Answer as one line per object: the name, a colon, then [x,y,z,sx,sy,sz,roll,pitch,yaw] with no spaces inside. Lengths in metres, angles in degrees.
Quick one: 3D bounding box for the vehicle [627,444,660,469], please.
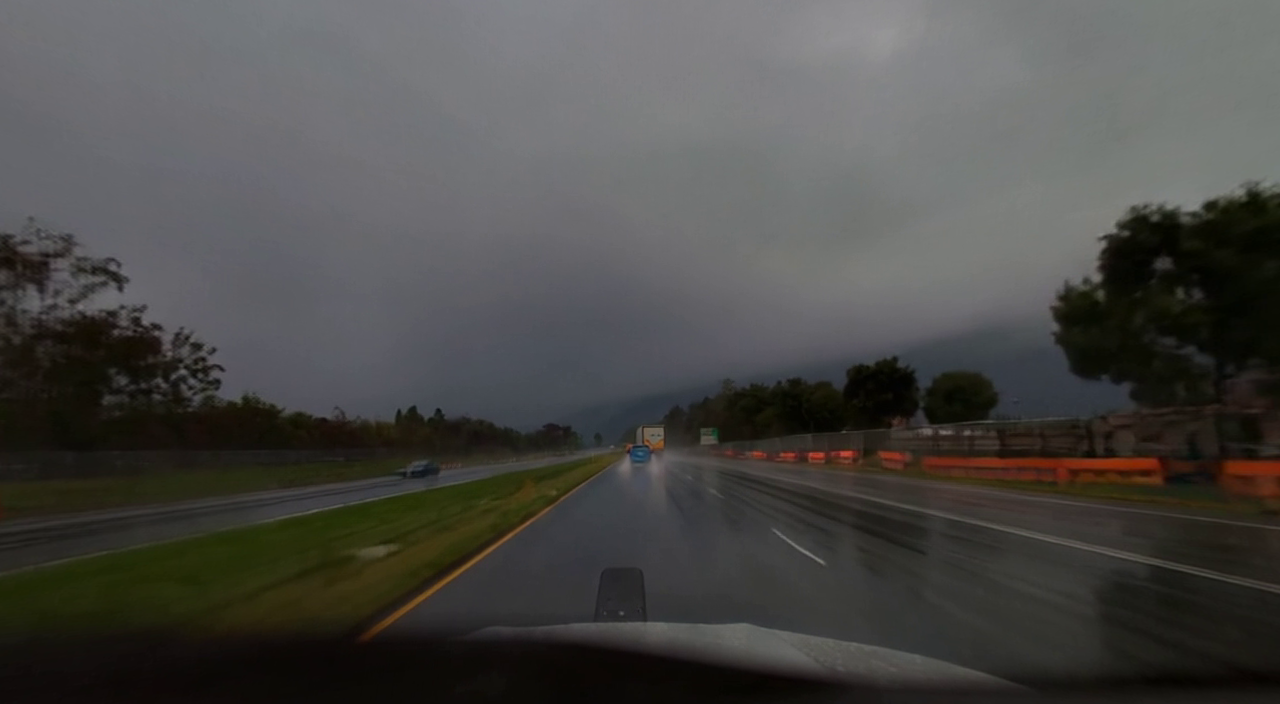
vehicle: [0.220,6.906,41.784,2.065,1.573,3.734,0,-9,-1]
